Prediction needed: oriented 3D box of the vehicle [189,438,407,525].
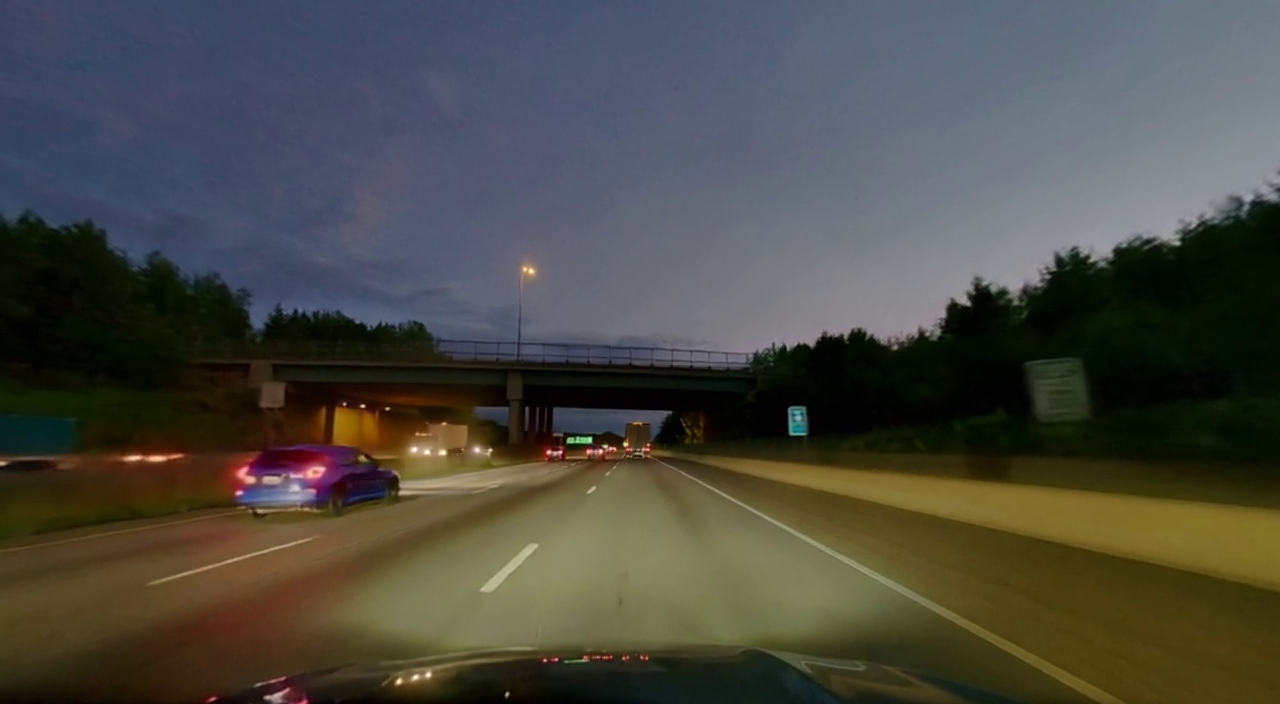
[{"bbox_3d":[-6.853,2.619,13.395,2.038,1.489,4.603,0,-9,0],"label":"vehicle"}]
